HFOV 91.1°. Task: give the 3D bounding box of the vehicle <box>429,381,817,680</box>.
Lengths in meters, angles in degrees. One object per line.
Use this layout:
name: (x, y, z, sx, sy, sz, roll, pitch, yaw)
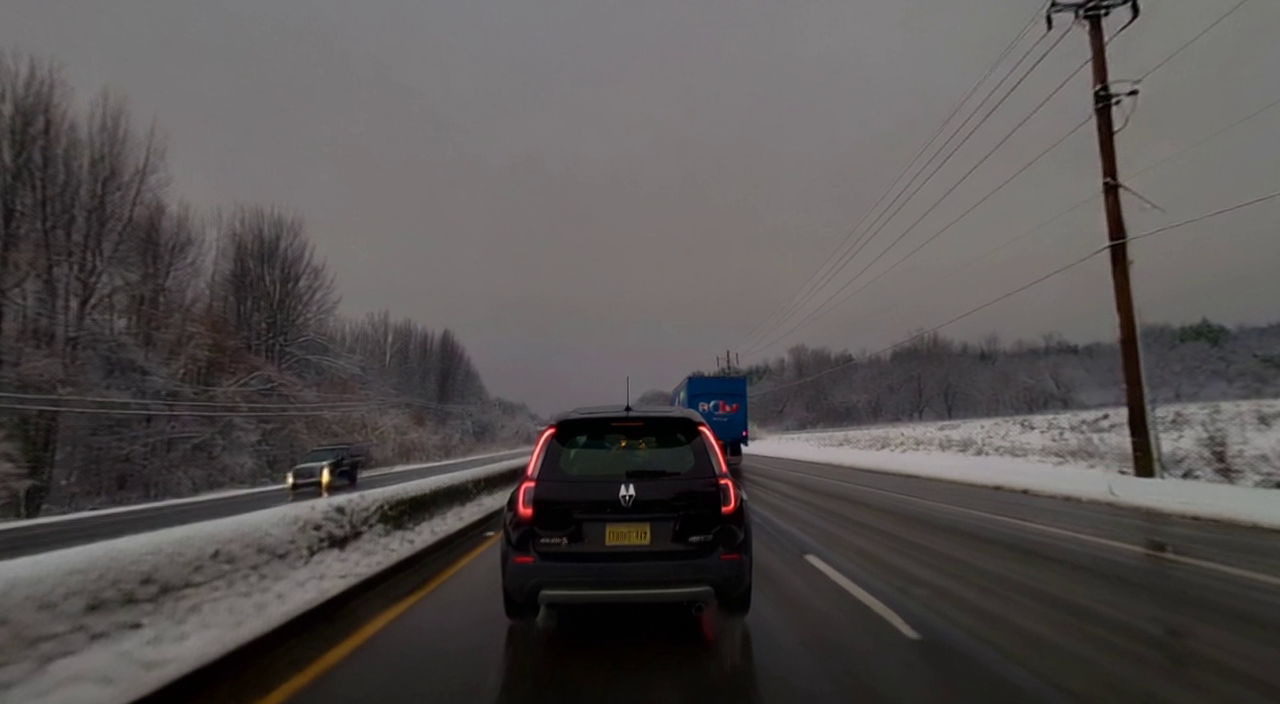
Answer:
vehicle: (-0.137, 1.214, 5.387, 2.062, 1.581, 3.914, 0, -8, -2)
